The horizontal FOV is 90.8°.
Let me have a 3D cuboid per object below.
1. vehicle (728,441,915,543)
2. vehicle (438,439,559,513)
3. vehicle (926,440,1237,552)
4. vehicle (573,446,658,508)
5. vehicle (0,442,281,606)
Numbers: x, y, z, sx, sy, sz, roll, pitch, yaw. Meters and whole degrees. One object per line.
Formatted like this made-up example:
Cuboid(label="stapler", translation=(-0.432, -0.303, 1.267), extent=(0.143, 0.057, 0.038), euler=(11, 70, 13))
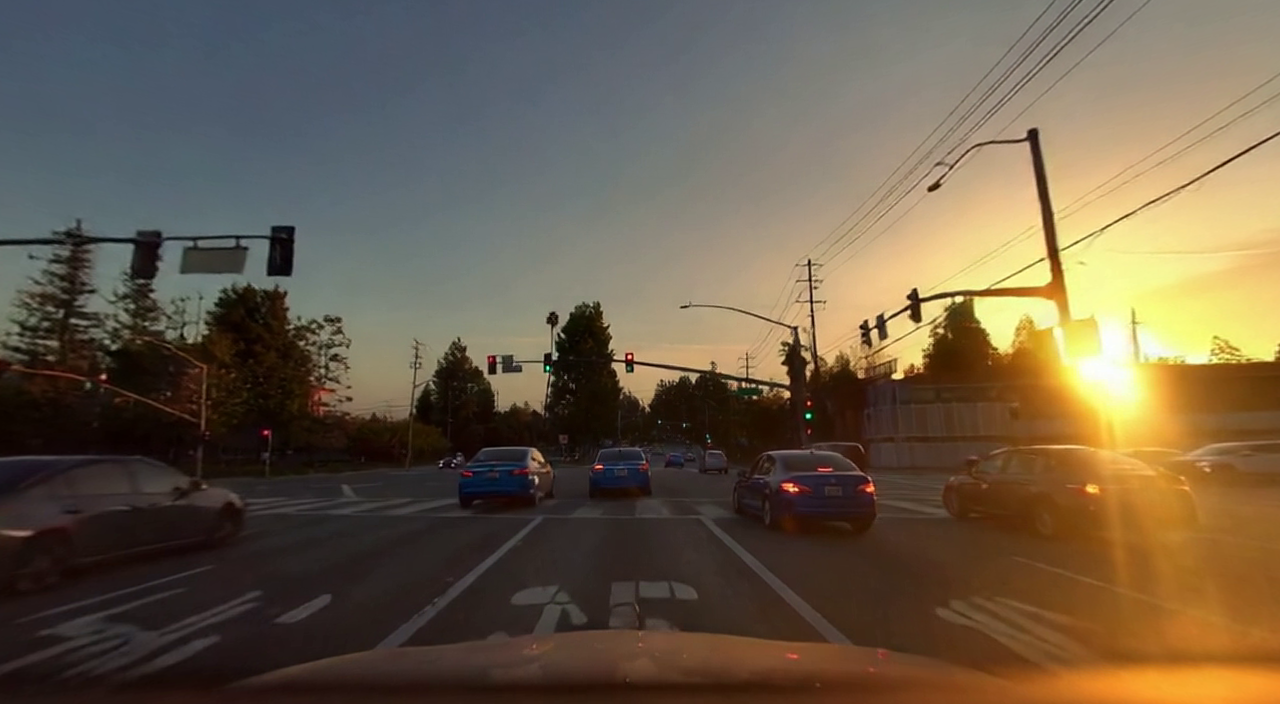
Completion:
Cuboid(label="vehicle", translation=(3.031, 2.421, 11.750), extent=(2.053, 1.490, 4.464), euler=(0, -8, -1))
Cuboid(label="vehicle", translation=(-3.415, 3.071, 16.220), extent=(2.073, 1.606, 4.364), euler=(0, -8, 0))
Cuboid(label="vehicle", translation=(6.897, 2.236, 10.662), extent=(2.004, 1.455, 4.417), euler=(0, -8, -1))
Cuboid(label="vehicle", translation=(-0.602, 3.346, 17.513), extent=(2.065, 1.464, 4.216), euler=(0, -8, 0))
Cuboid(label="vehicle", translation=(-6.719, 1.763, 7.206), extent=(2.032, 1.448, 5.500), euler=(0, -8, 0))
